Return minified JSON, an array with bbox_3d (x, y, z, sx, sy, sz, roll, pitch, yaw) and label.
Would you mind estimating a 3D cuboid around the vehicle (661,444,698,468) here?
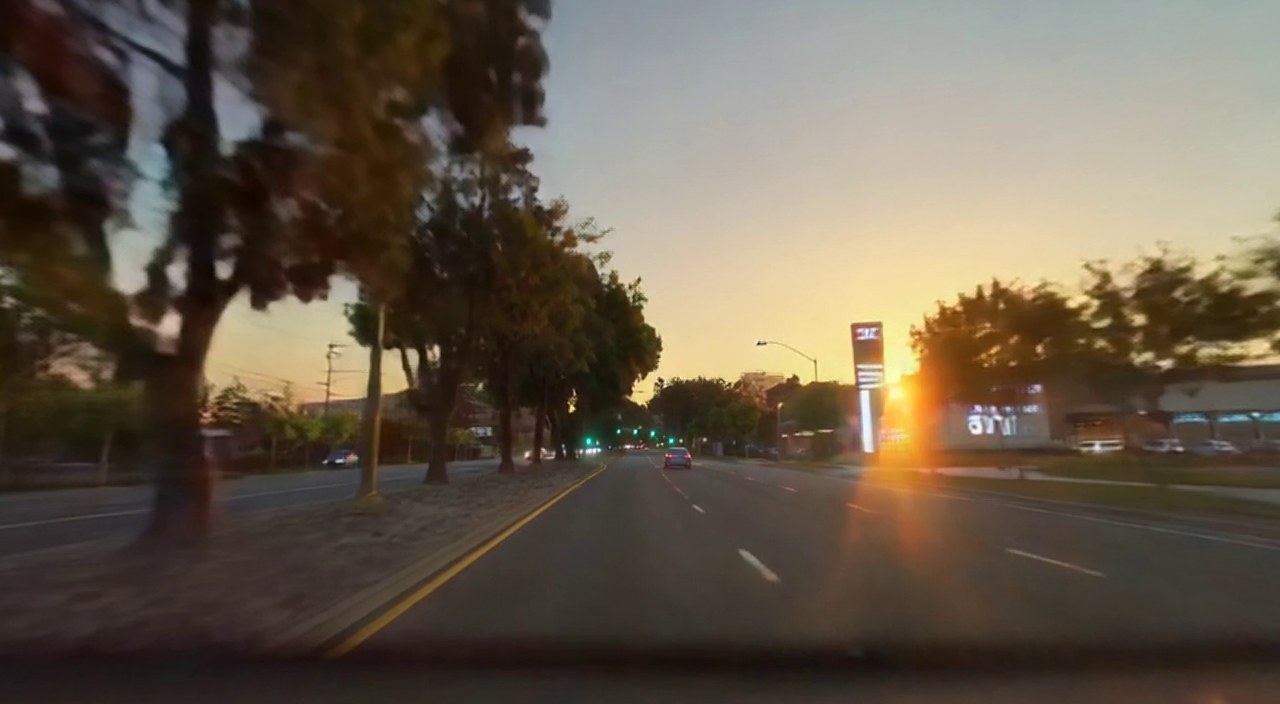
[{"bbox_3d":[2.557,6.842,41.485,2.015,1.479,4.444,0,-9,-2],"label":"vehicle"}]
